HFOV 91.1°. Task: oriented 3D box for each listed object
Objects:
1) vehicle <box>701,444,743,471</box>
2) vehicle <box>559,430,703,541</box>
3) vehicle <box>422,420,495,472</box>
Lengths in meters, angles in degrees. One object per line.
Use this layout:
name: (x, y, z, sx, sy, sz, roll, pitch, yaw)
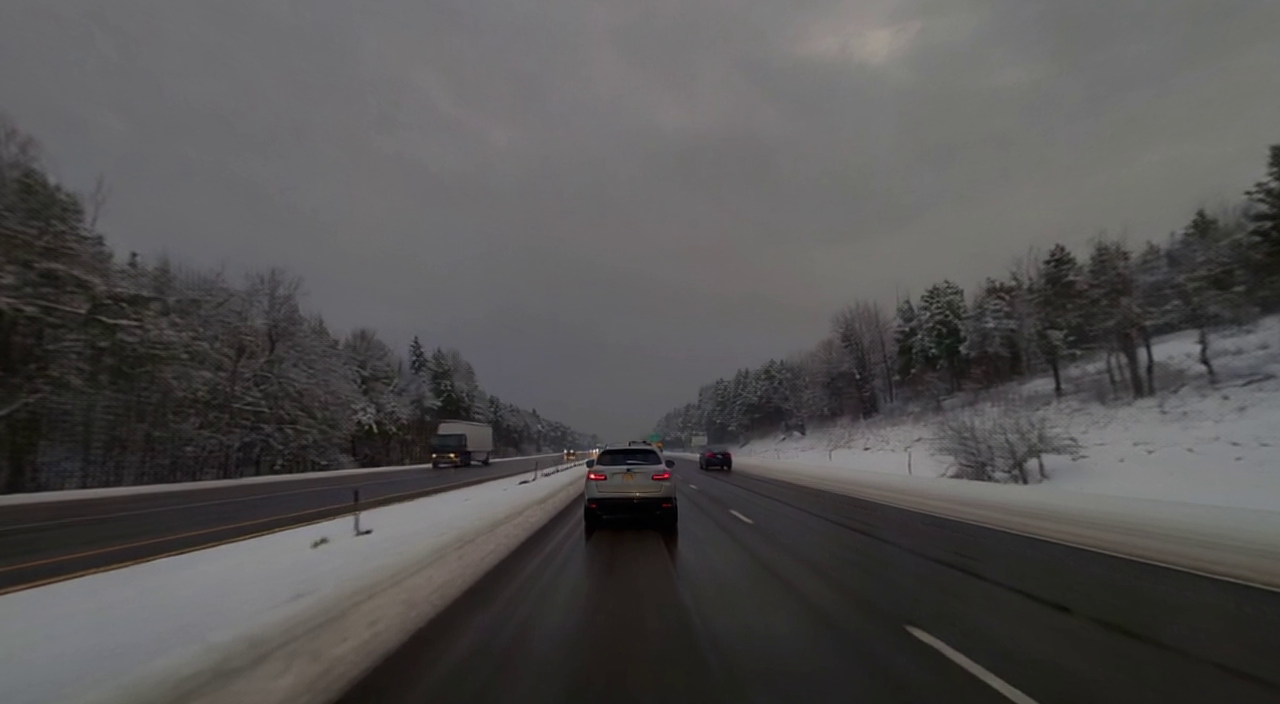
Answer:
vehicle: (4.863, 6.315, 37.681, 1.931, 1.516, 3.995, 0, -9, 0)
vehicle: (-0.159, 2.229, 11.044, 2.088, 1.580, 3.657, 0, -9, -1)
vehicle: (-13.044, 6.890, 45.942, 2.757, 3.414, 7.910, -1, -9, 1)
